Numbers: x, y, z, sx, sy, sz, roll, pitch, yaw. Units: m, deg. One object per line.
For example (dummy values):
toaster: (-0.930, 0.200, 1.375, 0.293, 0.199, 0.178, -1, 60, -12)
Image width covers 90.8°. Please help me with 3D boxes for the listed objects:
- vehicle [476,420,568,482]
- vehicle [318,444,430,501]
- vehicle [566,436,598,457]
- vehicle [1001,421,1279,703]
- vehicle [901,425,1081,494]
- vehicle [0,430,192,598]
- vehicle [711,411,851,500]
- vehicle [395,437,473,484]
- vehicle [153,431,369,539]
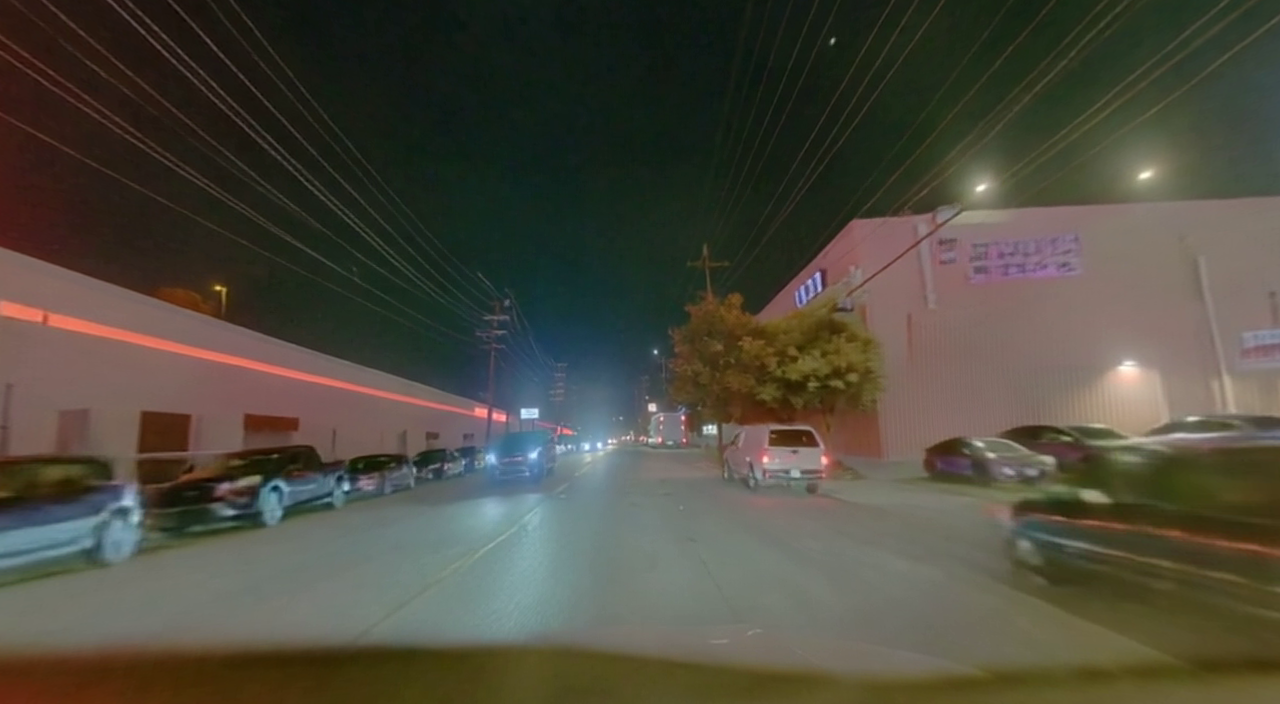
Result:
vehicle: (-4.183, 3.615, 23.528, 2.275, 1.999, 5.723, 0, -8, 0)
vehicle: (-7.965, 3.591, 19.370, 1.759, 1.461, 4.308, 0, -8, -3)
vehicle: (-4.271, 7.037, 47.200, 1.966, 1.482, 4.473, 0, -8, 0)
vehicle: (4.132, 1.077, 3.194, 1.919, 1.453, 4.425, 0, -8, -1)
vehicle: (8.428, 2.620, 15.709, 1.798, 1.370, 4.191, -2, -8, -4)
vehicle: (-7.932, 1.820, 7.395, 2.194, 1.775, 4.482, 0, -8, -2)
vehicle: (3.494, 2.710, 17.129, 2.218, 1.956, 5.916, 0, -8, -2)
vehicle: (-8.257, 4.325, 25.747, 1.903, 1.710, 4.322, 0, -8, -3)
vehicle: (-7.769, 2.670, 13.611, 1.933, 1.754, 4.514, -3, -7, 0)
